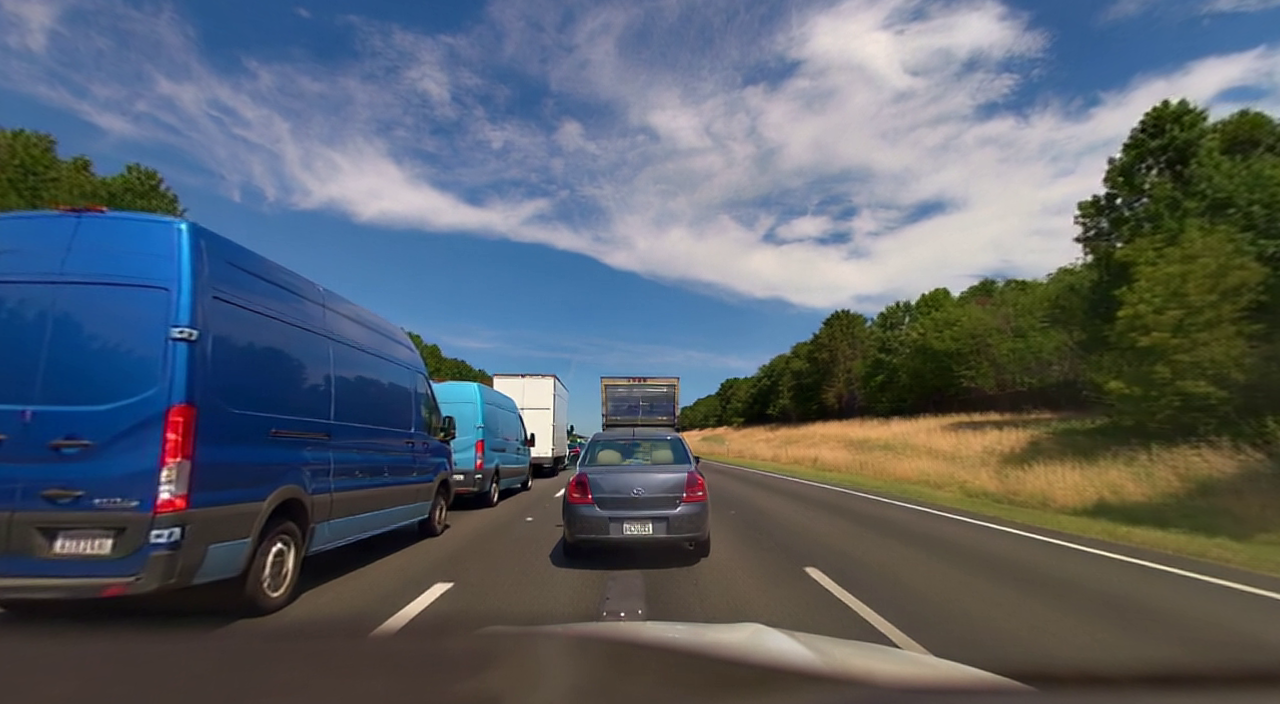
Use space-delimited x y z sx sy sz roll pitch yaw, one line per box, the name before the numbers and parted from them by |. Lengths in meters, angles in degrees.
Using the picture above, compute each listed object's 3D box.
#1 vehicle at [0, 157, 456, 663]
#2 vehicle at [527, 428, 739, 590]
vehicle | -4.045 0.758 6.871 2.254 2.879 6.656 0 -9 -2
vehicle | -0.094 1.748 7.715 1.995 1.495 3.380 0 -9 -1
